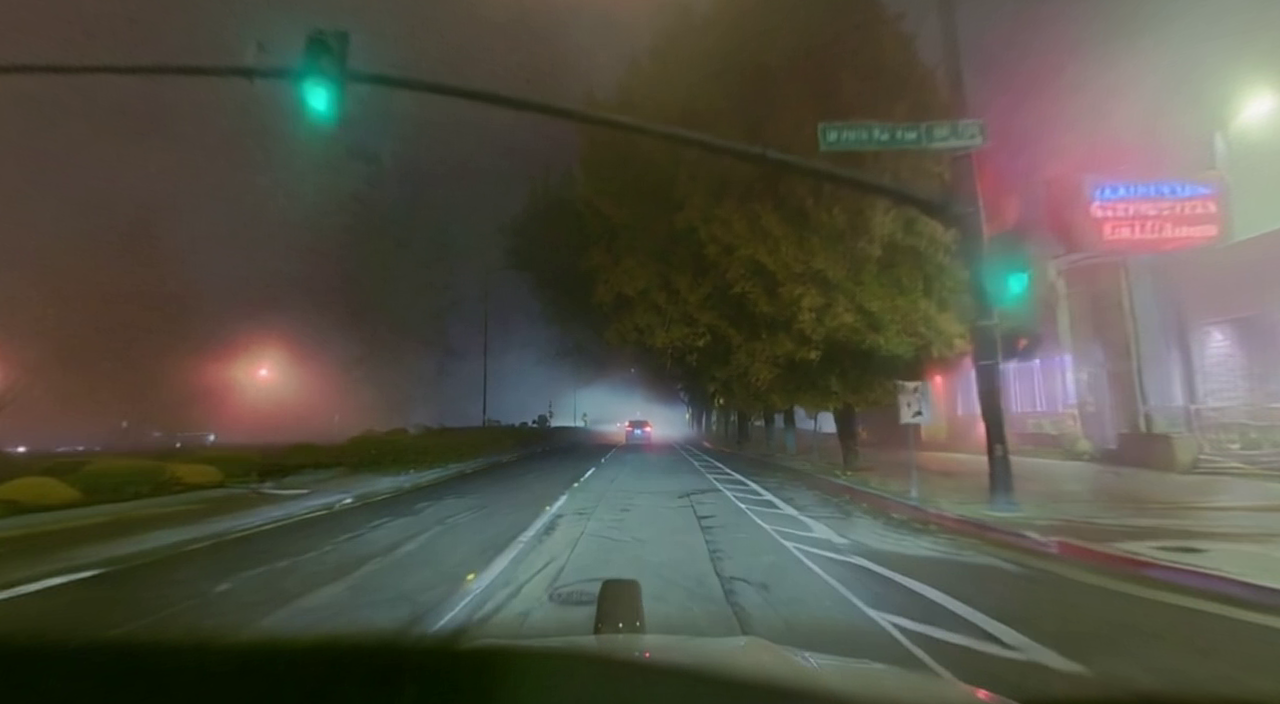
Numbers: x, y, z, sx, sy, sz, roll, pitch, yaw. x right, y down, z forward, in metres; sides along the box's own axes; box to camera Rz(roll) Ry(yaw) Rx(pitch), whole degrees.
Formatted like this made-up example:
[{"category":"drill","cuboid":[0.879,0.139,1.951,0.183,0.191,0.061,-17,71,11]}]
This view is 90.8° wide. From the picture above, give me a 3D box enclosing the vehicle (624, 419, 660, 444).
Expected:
[{"category":"vehicle","cuboid":[0.097,4.986,39.246,2.115,1.461,3.976,0,-8,-1]}]
